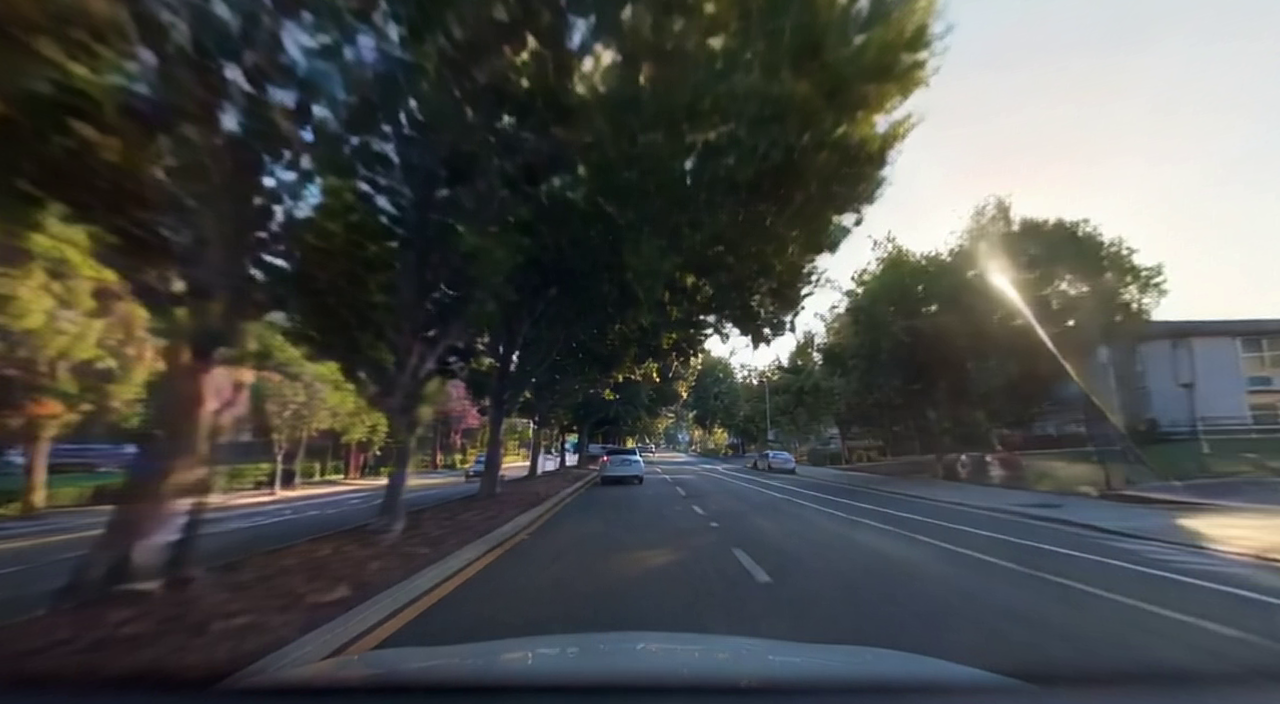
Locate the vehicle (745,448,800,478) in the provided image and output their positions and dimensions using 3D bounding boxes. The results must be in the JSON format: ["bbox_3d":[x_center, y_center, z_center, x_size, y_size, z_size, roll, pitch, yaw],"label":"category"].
[{"bbox_3d":[7.401,6.219,35.628,2.164,1.511,4.571,0,-8,1],"label":"vehicle"}]

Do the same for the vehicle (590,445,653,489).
[{"bbox_3d":[-0.595,4.177,23.288,2.099,1.470,4.302,0,-8,0],"label":"vehicle"}]
